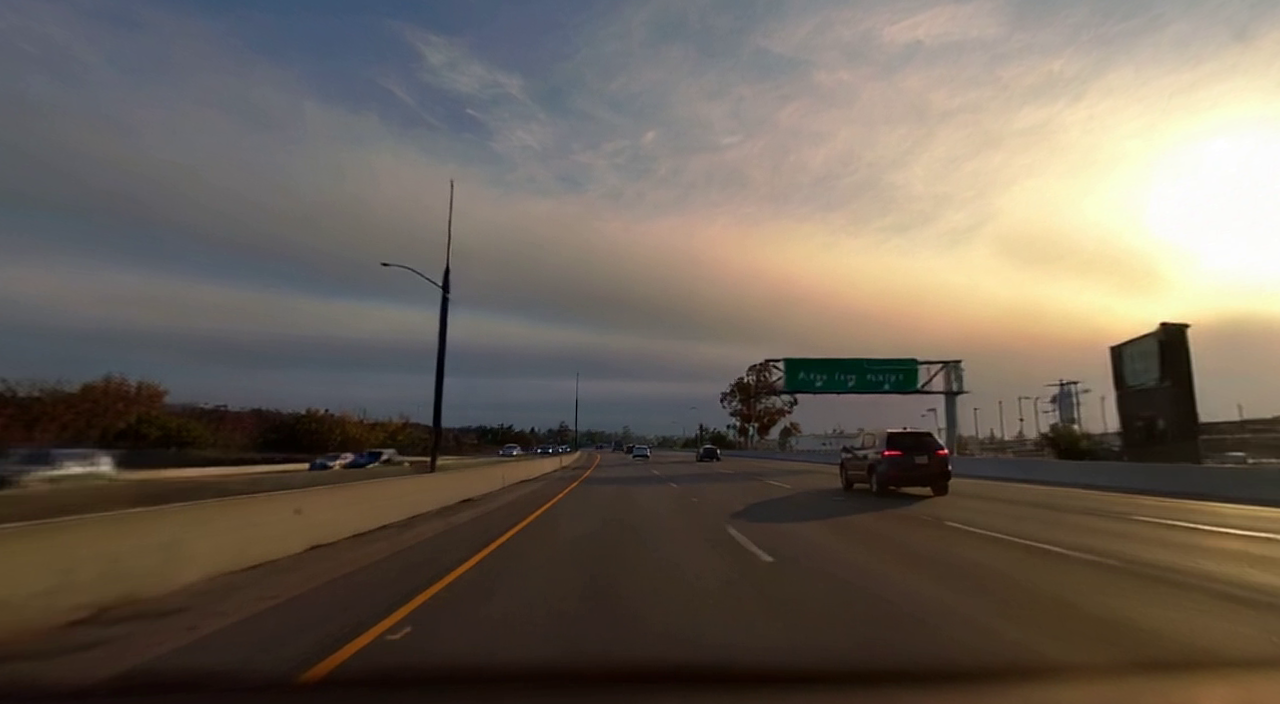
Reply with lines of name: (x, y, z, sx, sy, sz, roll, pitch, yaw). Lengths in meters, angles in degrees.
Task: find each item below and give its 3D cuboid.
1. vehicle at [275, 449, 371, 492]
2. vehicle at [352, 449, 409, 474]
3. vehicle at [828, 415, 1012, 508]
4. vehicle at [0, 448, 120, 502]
vehicle: (-13.855, 5.150, 27.944, 1.958, 1.689, 4.544, 0, -9, -1)
vehicle: (-17.906, 7.539, 43.829, 2.079, 1.623, 4.775, 0, -9, -2)
vehicle: (6.702, 2.698, 15.950, 2.181, 1.952, 4.973, 0, -9, -2)
vehicle: (-20.348, 4.042, 21.147, 1.987, 1.598, 4.611, 0, -9, -1)
